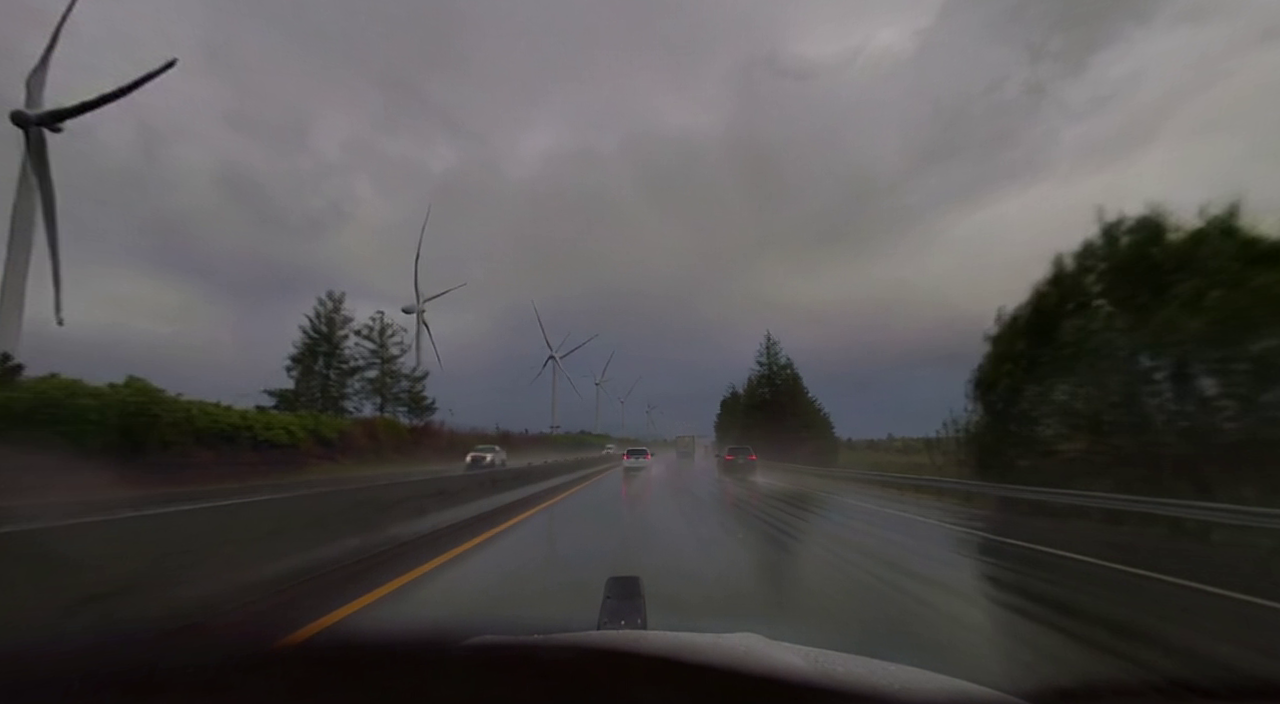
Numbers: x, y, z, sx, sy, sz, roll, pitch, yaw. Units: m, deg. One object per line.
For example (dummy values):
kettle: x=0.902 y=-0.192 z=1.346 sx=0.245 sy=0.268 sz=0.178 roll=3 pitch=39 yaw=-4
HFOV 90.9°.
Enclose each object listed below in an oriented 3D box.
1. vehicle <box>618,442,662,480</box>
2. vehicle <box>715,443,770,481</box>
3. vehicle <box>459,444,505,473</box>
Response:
vehicle: x=0.016 y=5.309 z=30.810 sx=2.038 sy=1.723 sz=4.150 roll=0 pitch=-9 yaw=0
vehicle: x=5.004 y=5.462 z=31.438 sx=2.040 sy=1.721 sz=4.507 roll=0 pitch=-9 yaw=1
vehicle: x=-12.019 y=8.140 z=48.210 sx=2.083 sy=2.091 sz=5.097 roll=-1 pitch=-9 yaw=1
